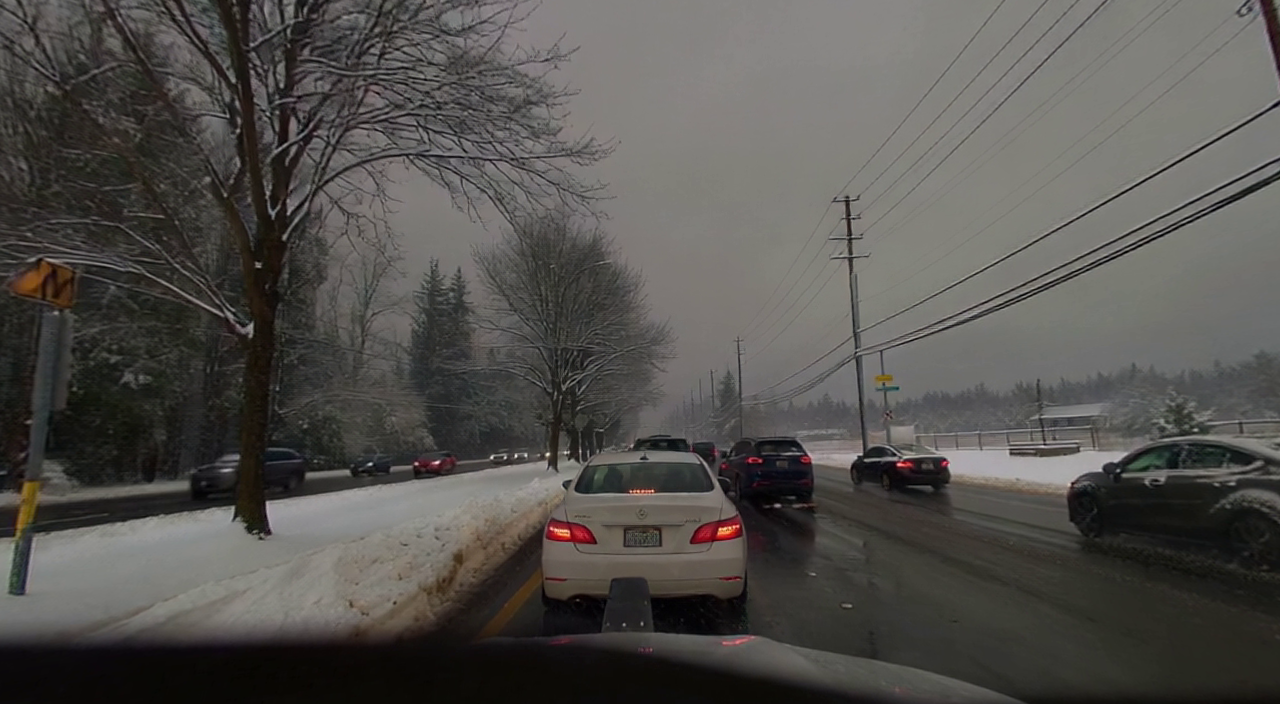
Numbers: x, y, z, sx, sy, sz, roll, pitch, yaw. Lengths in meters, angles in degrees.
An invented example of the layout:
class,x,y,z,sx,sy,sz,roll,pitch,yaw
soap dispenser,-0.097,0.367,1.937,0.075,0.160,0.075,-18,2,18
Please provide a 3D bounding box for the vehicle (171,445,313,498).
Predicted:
class,x,y,z,sx,sy,sz,roll,pitch,yaw
vehicle,-15.336,4.566,24.775,2.056,1.809,5.354,0,-8,0

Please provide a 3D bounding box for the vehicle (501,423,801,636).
class,x,y,z,sx,sy,sz,roll,pitch,yaw
vehicle,0.066,1.539,6.480,2.108,1.479,3.935,0,-8,0

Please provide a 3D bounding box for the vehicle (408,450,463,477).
class,x,y,z,sx,sy,sz,roll,pitch,yaw
vehicle,-12.005,6.545,37.268,1.804,1.430,4.456,0,-8,0

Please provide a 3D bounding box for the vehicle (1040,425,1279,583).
class,x,y,z,sx,sy,sz,roll,pitch,yaw
vehicle,6.995,1.629,7.273,1.850,1.480,4.474,0,-8,1

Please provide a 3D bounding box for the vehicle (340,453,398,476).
class,x,y,z,sx,sy,sz,roll,pitch,yaw
vehicle,-18.808,7.807,44.018,1.884,1.466,4.821,0,-8,0

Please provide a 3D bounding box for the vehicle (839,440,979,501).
class,x,y,z,sx,sy,sz,roll,pitch,yaw
vehicle,7.265,3.206,17.620,1.899,1.458,4.499,0,-8,0
